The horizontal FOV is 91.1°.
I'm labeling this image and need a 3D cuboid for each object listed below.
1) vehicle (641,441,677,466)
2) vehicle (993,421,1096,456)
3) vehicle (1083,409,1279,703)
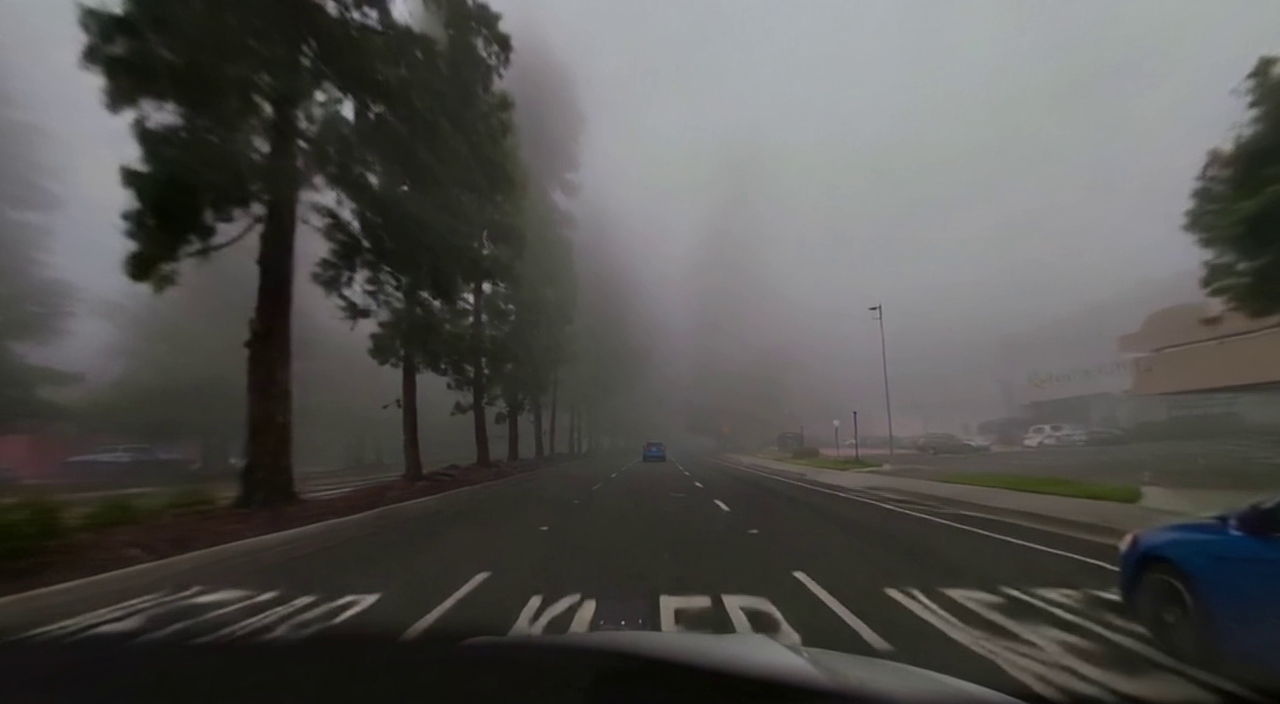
[{"bbox_3d":[1.195,6.477,40.440,2.144,1.505,4.128,0,-8,1],"label":"vehicle"},{"bbox_3d":[28.150,6.075,43.840,5.430,1.860,2.156,-6,-9,3],"label":"vehicle"},{"bbox_3d":[4.118,0.874,2.029,2.053,1.482,4.568,0,-8,1],"label":"vehicle"}]
